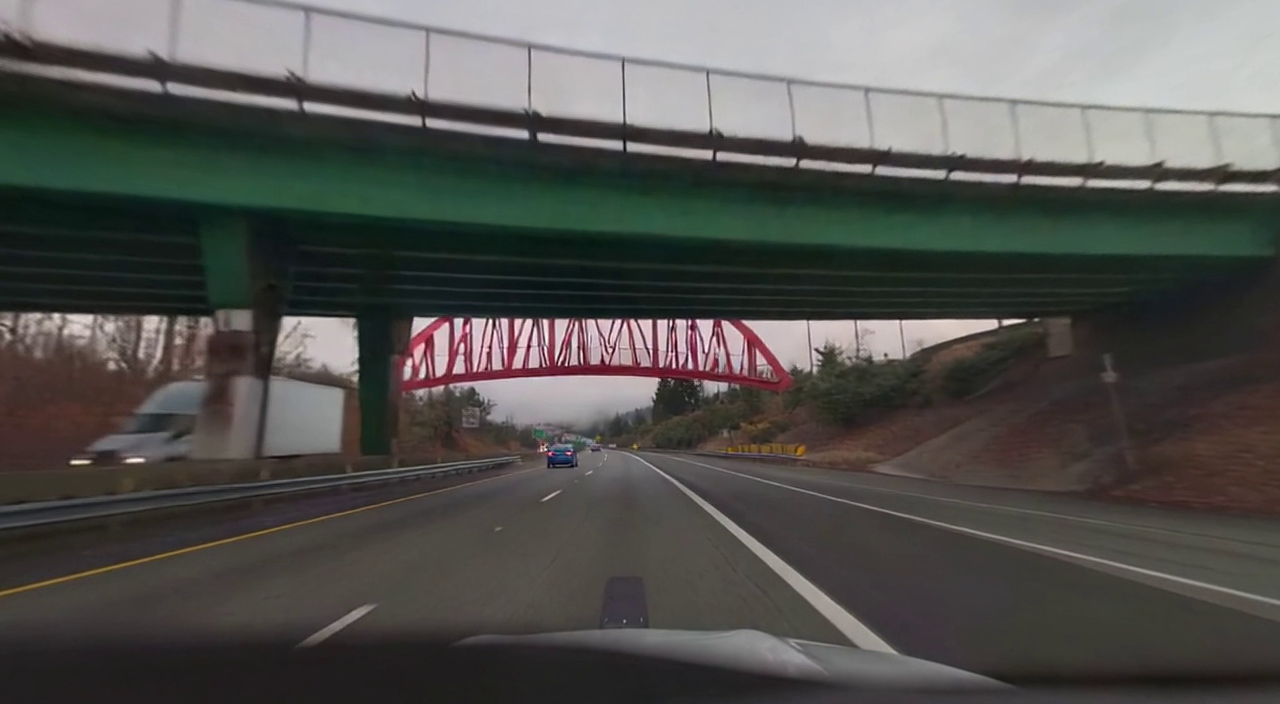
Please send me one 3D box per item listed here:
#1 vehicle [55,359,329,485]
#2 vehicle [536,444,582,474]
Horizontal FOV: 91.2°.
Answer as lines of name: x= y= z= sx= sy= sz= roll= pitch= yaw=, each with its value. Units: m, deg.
vehicle: x=-16.899 y=3.025 z=25.404 sx=3.020 sy=3.984 sz=10.945 roll=0 pitch=-9 yaw=0
vehicle: x=-4.460 y=5.991 z=35.295 sx=2.052 sy=1.556 sz=4.405 roll=0 pitch=-8 yaw=-1
